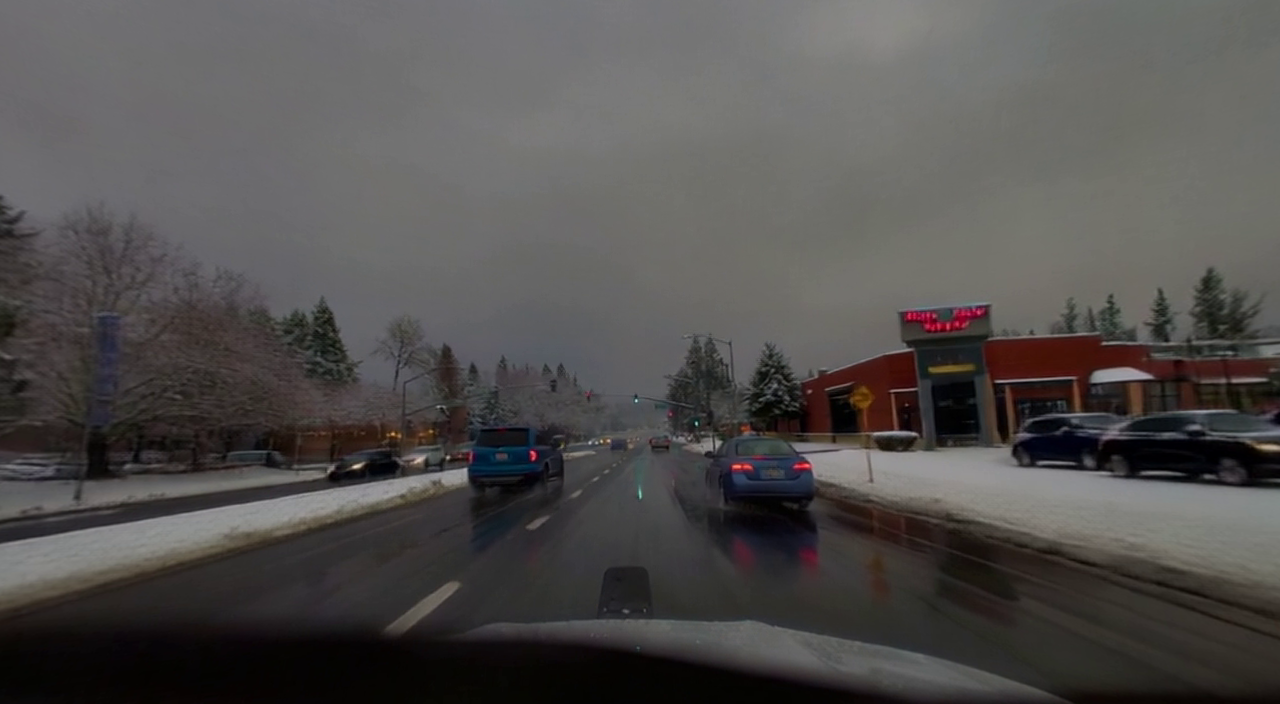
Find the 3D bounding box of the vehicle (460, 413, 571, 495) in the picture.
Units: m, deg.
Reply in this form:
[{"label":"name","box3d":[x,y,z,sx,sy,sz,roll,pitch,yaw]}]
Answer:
[{"label":"vehicle","box3d":[-3.305,2.867,17.823,2.152,1.987,4.527,0,-9,1]}]

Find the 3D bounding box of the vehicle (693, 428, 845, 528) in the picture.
[{"label":"vehicle","box3d":[2.117,2.227,11.715,1.919,1.472,4.470,0,-9,0]}]

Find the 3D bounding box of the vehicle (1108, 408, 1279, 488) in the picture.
[{"label":"vehicle","box3d":[11.708,1.857,12.201,1.874,1.386,3.745,6,-11,-35]}]

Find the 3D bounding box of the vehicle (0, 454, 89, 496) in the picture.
[{"label":"vehicle","box3d":[-26.820,5.221,26.970,4.667,1.680,2.082,7,-11,-39]}]

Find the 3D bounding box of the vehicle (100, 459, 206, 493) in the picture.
[{"label":"vehicle","box3d":[-26.664,6.743,34.583,4.343,1.452,2.097,4,-11,-44]}]

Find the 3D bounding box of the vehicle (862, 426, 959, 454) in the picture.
[{"label":"vehicle","box3d":[15.138,4.994,35.522,4.680,1.506,2.017,-3,-9,14]}]
